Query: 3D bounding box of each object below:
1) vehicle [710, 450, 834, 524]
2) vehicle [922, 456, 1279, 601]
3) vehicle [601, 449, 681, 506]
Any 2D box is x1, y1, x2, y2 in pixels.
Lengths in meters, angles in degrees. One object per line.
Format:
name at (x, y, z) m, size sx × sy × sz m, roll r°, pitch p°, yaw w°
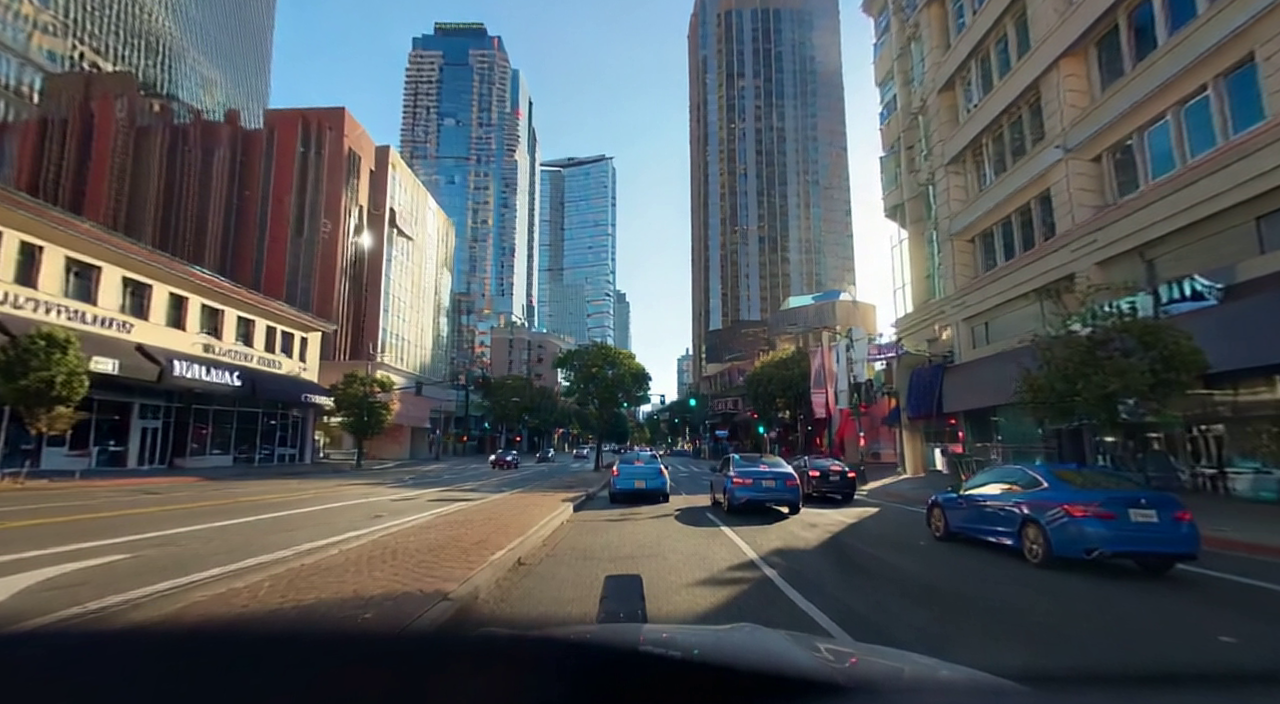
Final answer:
vehicle at (2.987, 3.156, 15.335) m, size 1.987 × 1.484 × 4.427 m, roll 1°, pitch -9°, yaw -1°
vehicle at (6.145, 2.288, 9.167) m, size 1.914 × 1.484 × 4.639 m, roll 1°, pitch -9°, yaw -1°
vehicle at (0.019, 3.644, 18.758) m, size 2.096 × 1.457 × 4.160 m, roll 1°, pitch -9°, yaw 0°
